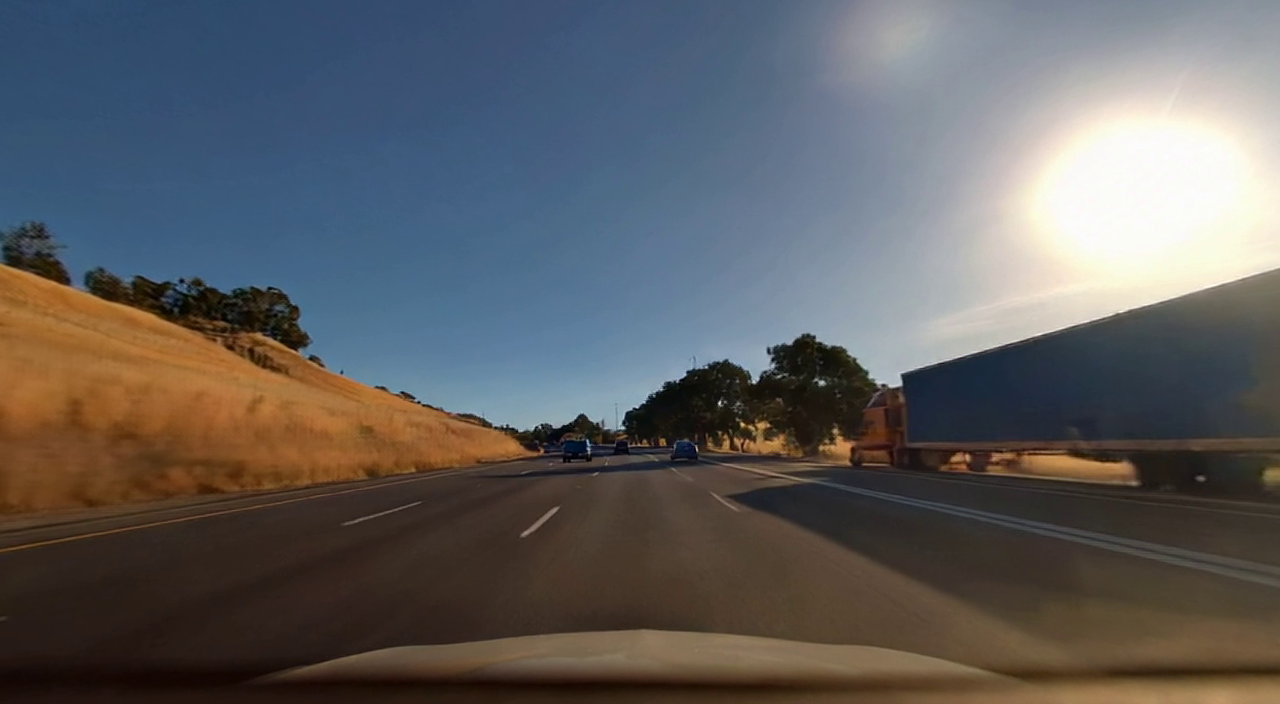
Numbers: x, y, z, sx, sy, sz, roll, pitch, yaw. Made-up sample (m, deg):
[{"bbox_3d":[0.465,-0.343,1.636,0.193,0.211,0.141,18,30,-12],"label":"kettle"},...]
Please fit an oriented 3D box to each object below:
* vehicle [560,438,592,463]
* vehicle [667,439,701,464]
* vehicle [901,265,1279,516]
[{"bbox_3d":[-4.943,7.665,49.256,2.120,1.855,4.619,0,-8,-1],"label":"vehicle"},{"bbox_3d":[3.187,7.243,46.225,1.995,1.712,4.206,0,-8,-3],"label":"vehicle"},{"bbox_3d":[11.901,1.440,15.982,2.953,4.129,16.568,0,-8,-2],"label":"vehicle"}]
